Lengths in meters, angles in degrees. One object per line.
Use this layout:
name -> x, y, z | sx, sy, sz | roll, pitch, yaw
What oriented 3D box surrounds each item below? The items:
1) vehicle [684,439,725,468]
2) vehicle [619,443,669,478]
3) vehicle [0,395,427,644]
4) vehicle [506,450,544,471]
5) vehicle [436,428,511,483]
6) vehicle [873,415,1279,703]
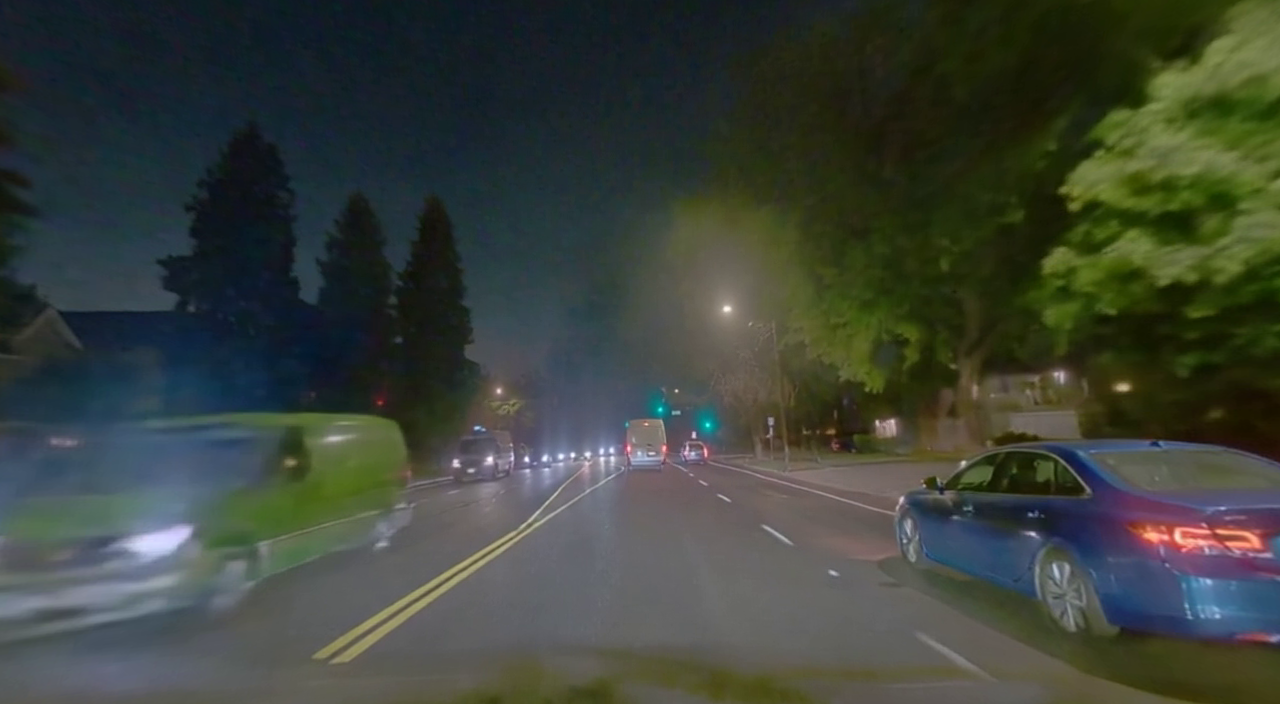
vehicle -> 4.317, 6.886, 42.865 | 2.187, 1.847, 4.553 | 0, -9, -1
vehicle -> 0.153, 4.956, 29.147 | 2.114, 1.483, 4.207 | 0, -9, 0
vehicle -> -4.187, 1.560, 7.009 | 2.054, 1.772, 4.817 | 0, -9, -1
vehicle -> -8.407, 7.983, 46.623 | 2.070, 1.454, 4.400 | 0, -9, -1
vehicle -> -8.380, 5.270, 32.429 | 2.383, 2.558, 5.821 | 0, -9, -1
vehicle -> 3.559, 1.301, 4.688 | 1.973, 1.447, 4.402 | 0, -9, 0
